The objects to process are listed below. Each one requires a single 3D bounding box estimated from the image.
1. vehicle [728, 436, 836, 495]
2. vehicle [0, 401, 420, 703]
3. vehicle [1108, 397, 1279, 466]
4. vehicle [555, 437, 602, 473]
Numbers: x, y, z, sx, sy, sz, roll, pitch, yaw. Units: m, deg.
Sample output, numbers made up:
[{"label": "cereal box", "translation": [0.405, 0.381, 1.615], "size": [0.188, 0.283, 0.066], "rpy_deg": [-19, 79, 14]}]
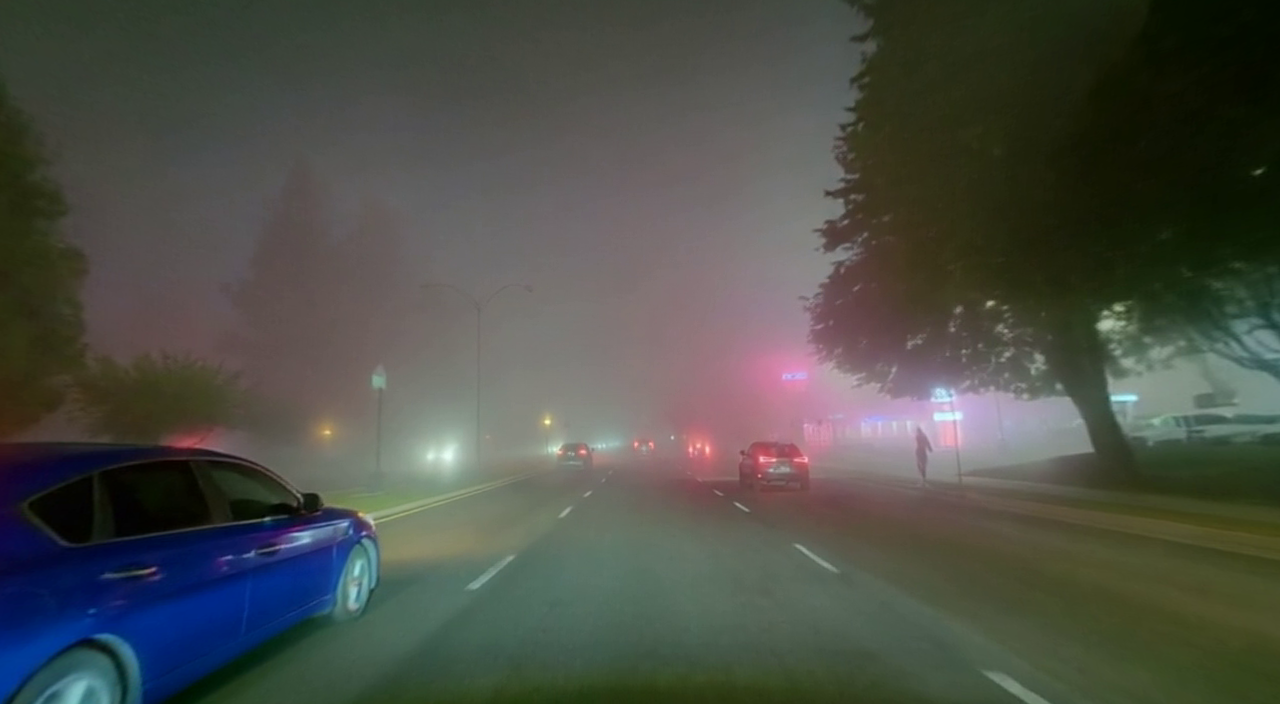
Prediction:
[{"label": "vehicle", "translation": [4.004, 3.284, 18.655], "size": [2.036, 1.480, 4.659], "rpy_deg": [0, -8, -1]}, {"label": "vehicle", "translation": [-2.999, 1.056, 3.038], "size": [2.082, 1.460, 4.922], "rpy_deg": [0, -8, 0]}, {"label": "vehicle", "translation": [20.285, 2.698, 21.688], "size": [2.705, 2.011, 7.332], "rpy_deg": [-3, -8, 1]}, {"label": "vehicle", "translation": [-3.127, 5.329, 32.917], "size": [1.981, 1.731, 4.360], "rpy_deg": [-1, -8, 1]}]
